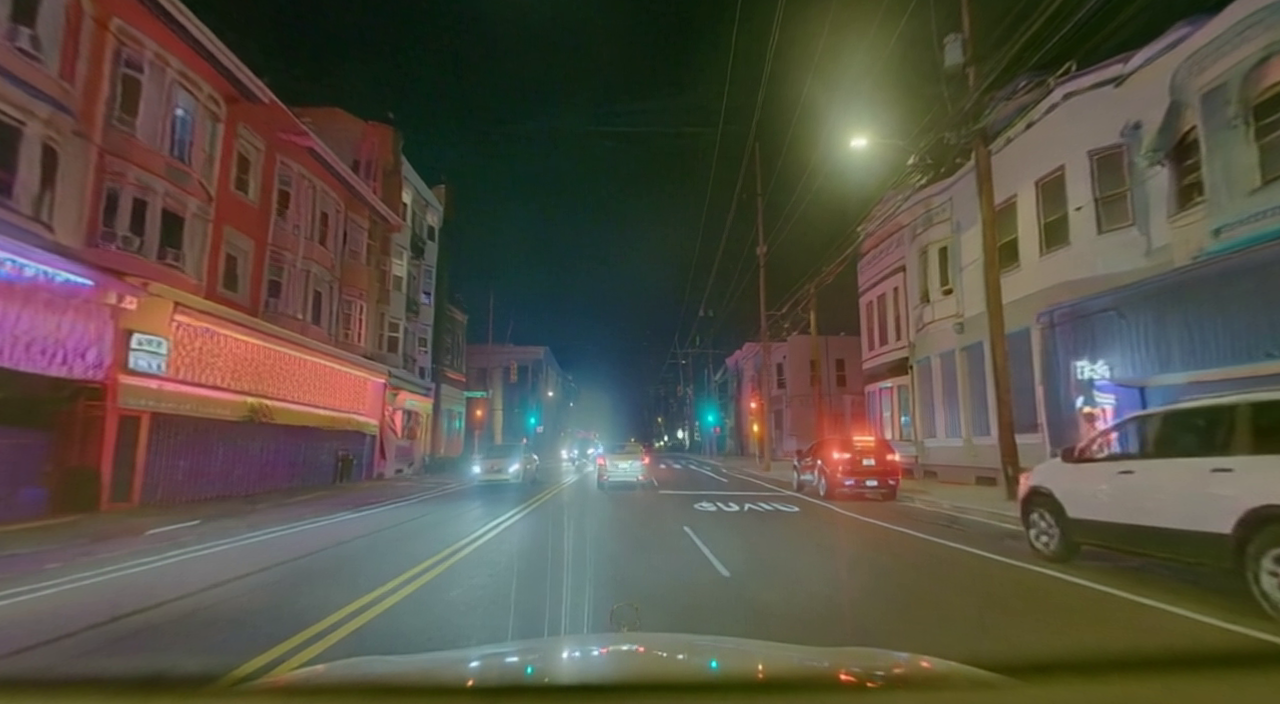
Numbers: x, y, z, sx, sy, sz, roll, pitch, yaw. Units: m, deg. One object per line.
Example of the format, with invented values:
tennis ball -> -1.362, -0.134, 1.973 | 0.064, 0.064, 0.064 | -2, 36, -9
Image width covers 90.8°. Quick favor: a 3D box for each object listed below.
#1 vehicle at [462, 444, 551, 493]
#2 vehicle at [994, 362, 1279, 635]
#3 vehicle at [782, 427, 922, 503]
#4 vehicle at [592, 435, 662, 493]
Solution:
vehicle -> -4.437, 3.939, 21.747 | 2.181, 1.500, 4.319 | 0, -8, -1
vehicle -> 6.104, 1.308, 6.048 | 2.208, 2.106, 5.496 | 0, -9, 0
vehicle -> 6.105, 3.341, 19.166 | 2.197, 1.917, 5.637 | 0, -8, -1
vehicle -> -0.396, 3.477, 19.921 | 1.980, 1.635, 3.795 | 0, -8, -1
